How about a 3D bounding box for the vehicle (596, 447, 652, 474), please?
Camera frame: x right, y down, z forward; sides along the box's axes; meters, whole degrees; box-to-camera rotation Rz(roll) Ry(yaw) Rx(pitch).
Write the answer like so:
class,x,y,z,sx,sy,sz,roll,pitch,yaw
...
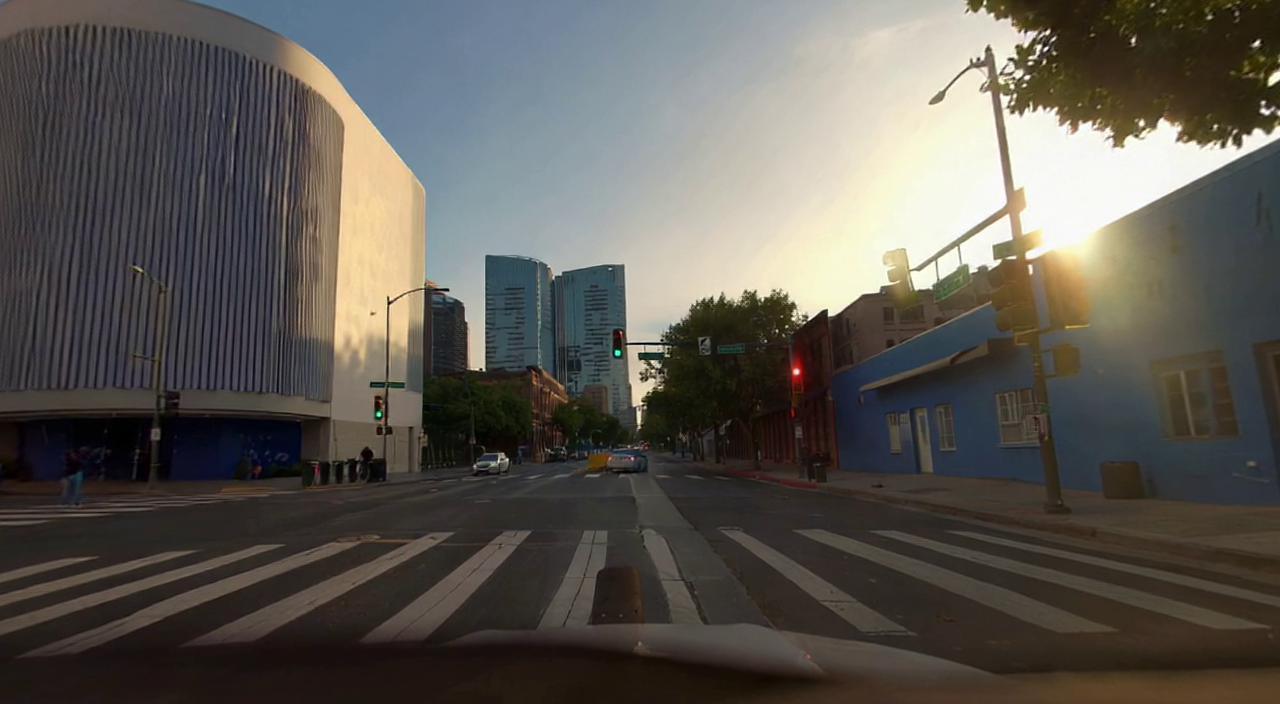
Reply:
class,x,y,z,sx,sy,sz,roll,pitch,yaw
vehicle,-0.865,6.404,37.660,2.088,1.452,4.833,-3,-9,15
